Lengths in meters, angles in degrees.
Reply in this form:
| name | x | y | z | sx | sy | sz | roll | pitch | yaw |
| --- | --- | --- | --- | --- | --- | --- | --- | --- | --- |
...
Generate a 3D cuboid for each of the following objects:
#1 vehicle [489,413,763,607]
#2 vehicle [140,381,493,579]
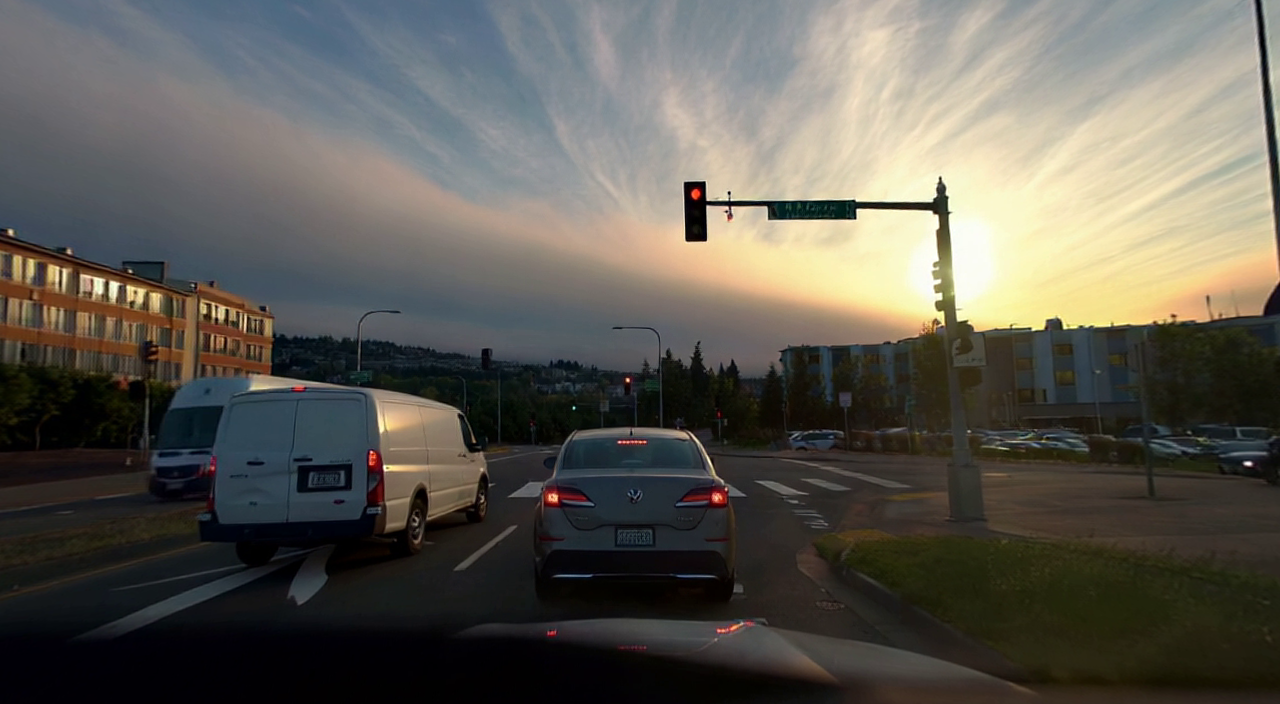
| name | x | y | z | sx | sy | sz | roll | pitch | yaw |
| --- | --- | --- | --- | --- | --- | --- | --- | --- | --- |
| vehicle | -0.112 | 1.462 | 6.780 | 2.064 | 1.452 | 3.942 | 0 | -8 | 0 |
| vehicle | -3.583 | 1.515 | 8.409 | 2.076 | 1.820 | 5.100 | 0 | -8 | -1 |
